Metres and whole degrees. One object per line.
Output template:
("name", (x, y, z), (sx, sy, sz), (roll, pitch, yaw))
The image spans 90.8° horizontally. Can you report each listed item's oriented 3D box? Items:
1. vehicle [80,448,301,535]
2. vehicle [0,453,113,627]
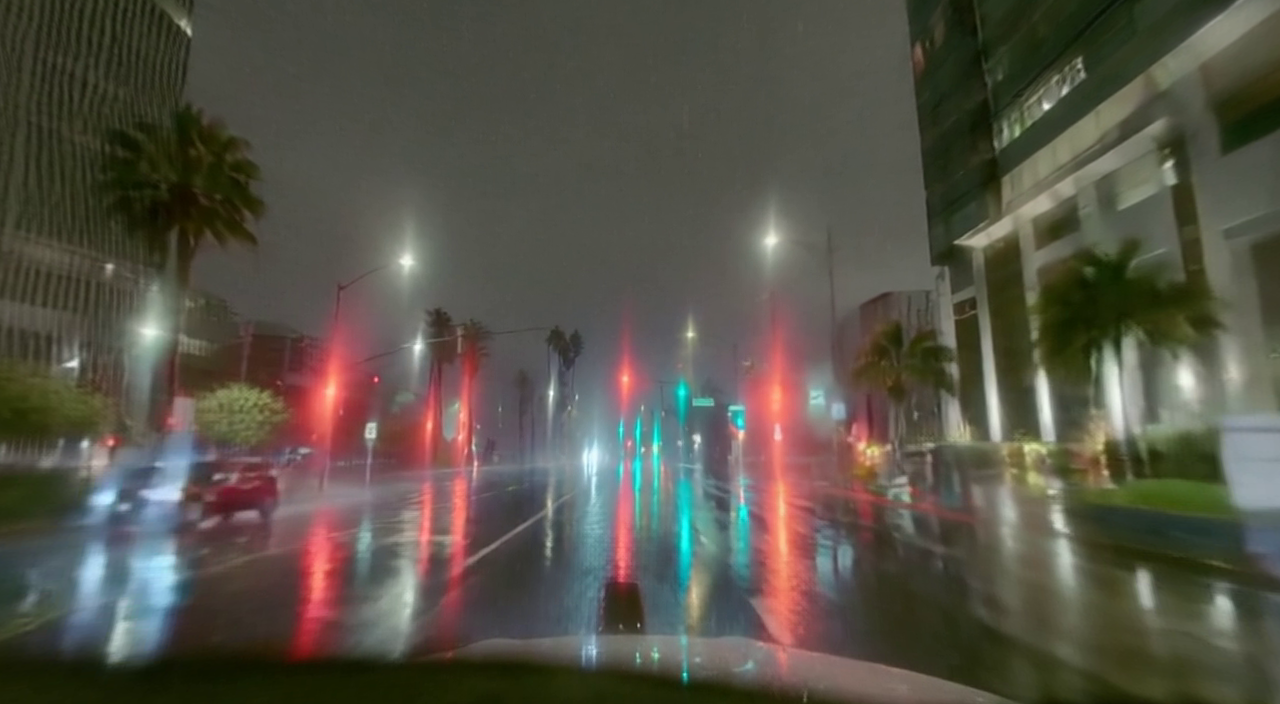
("vehicle", (-10.001, 3.079, 14.614), (1.923, 1.662, 4.318), (0, -9, 0))
("vehicle", (-6.411, 1.457, 4.353), (1.868, 1.467, 4.267), (0, -9, 0))
